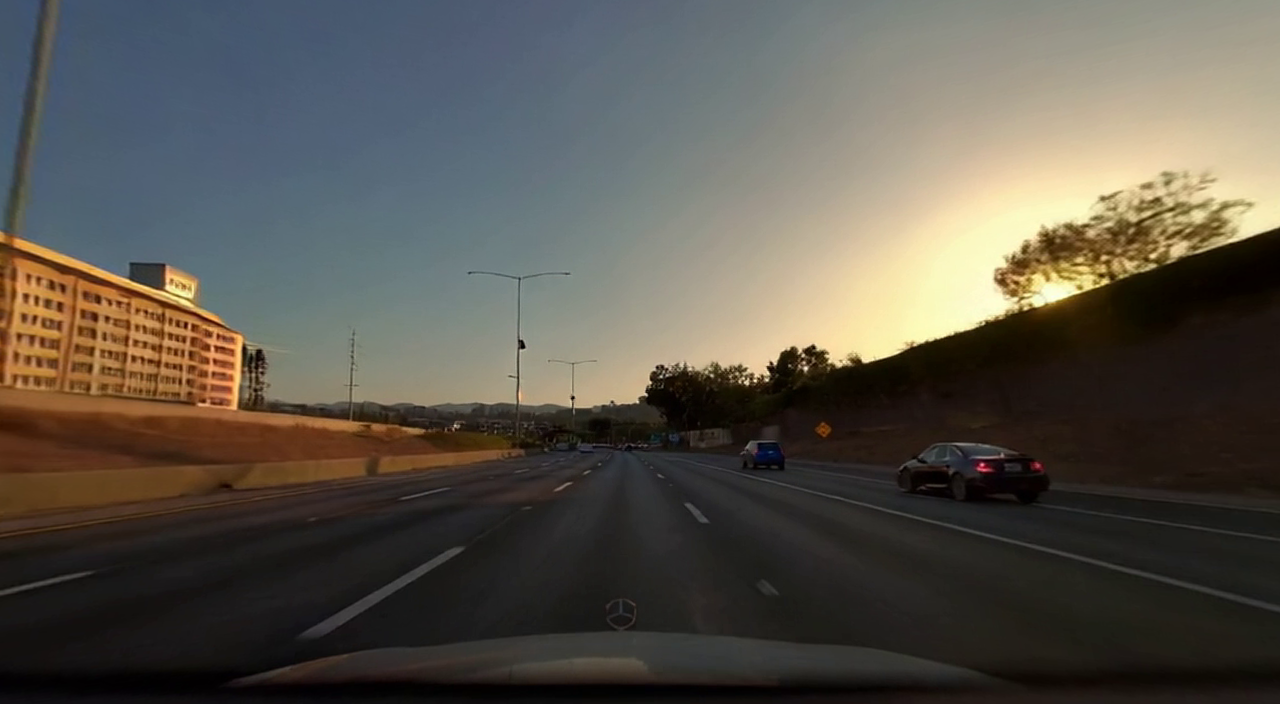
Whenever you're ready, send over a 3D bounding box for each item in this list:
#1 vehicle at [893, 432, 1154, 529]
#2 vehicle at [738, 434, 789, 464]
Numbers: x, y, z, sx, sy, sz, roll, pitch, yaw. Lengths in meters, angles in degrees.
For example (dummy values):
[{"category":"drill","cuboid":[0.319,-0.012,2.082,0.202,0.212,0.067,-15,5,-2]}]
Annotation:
[{"category":"vehicle","cuboid":[7.636,2.578,13.457,2.165,1.636,5.175,0,-8,-2]},{"category":"vehicle","cuboid":[9.210,7.292,47.533,2.555,2.069,5.892,0,-8,-1]}]
